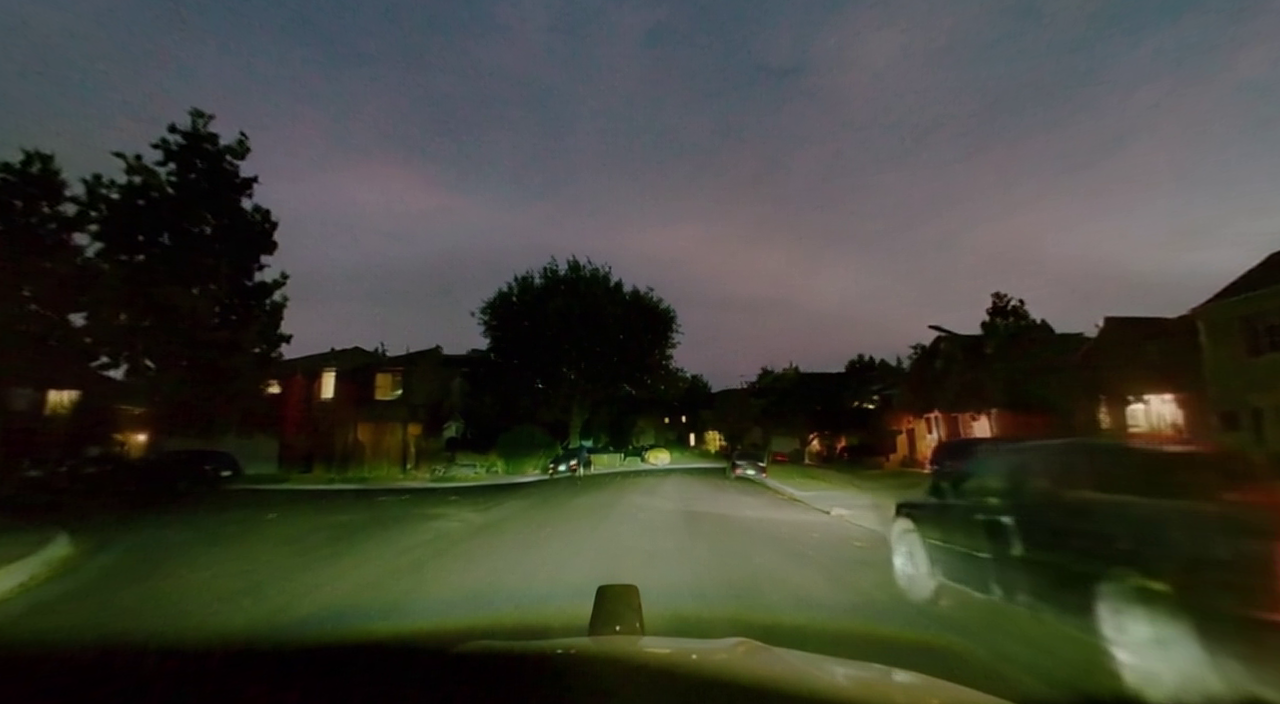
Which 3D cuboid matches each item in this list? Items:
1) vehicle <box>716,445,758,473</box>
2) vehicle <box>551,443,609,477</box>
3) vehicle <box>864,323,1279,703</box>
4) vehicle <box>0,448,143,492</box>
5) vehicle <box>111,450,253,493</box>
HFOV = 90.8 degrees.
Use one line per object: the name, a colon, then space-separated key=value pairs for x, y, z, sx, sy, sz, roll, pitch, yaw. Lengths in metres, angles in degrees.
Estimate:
vehicle: x=6.372 y=6.919 z=41.102 sx=2.075 sy=1.657 sz=4.648 roll=-3 pitch=-9 yaw=16
vehicle: x=-3.424 y=6.260 z=36.915 sx=2.041 sy=1.762 sz=4.508 roll=-4 pitch=-8 yaw=12
vehicle: x=3.629 y=1.098 z=4.447 sx=2.228 sy=1.813 sz=4.901 roll=0 pitch=-9 yaw=-1
vehicle: x=-20.409 y=4.203 z=22.710 sx=3.610 sy=1.501 sz=1.814 roll=-1 pitch=-9 yaw=5
vehicle: x=-16.217 y=4.207 z=22.484 sx=3.734 sy=1.441 sz=1.756 roll=-1 pitch=-9 yaw=4
